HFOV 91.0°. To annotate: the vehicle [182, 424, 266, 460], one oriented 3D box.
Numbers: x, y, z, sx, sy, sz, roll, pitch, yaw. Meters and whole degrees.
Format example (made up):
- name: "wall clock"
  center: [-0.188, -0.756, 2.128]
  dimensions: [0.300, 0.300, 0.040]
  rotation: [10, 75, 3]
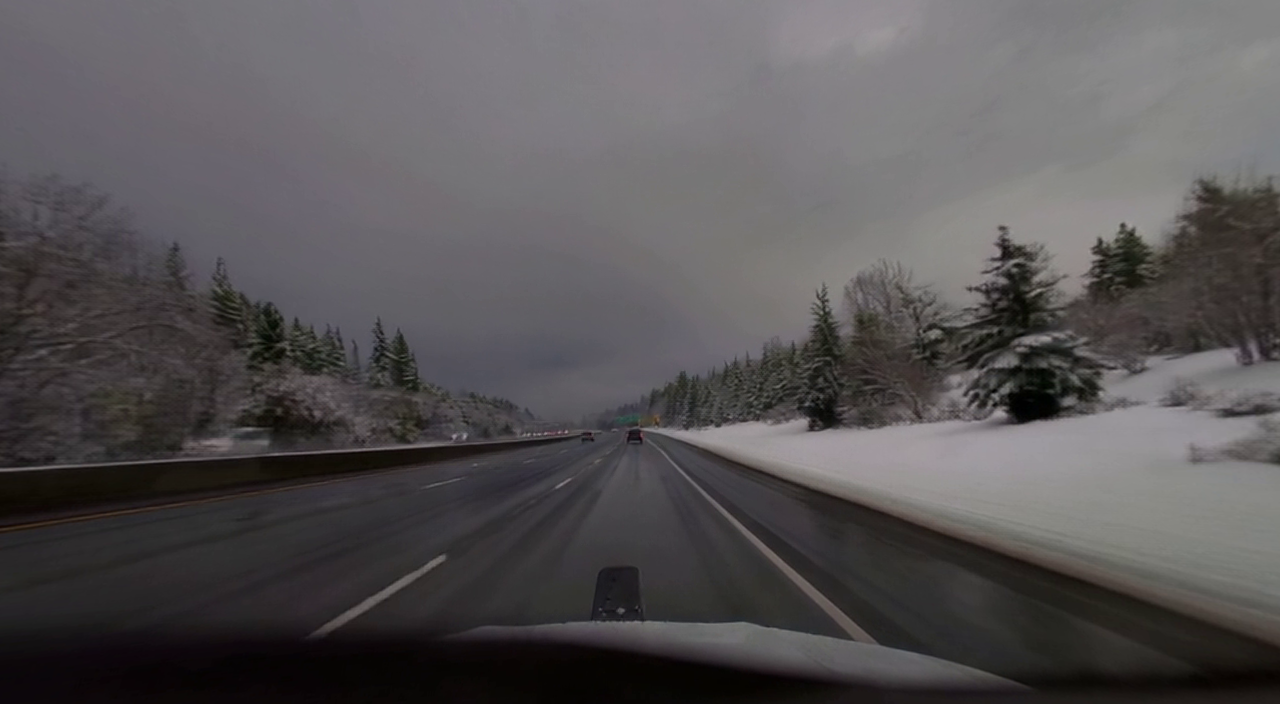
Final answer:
- name: "vehicle"
  center: [-32.551, 7.093, 49.581]
  dimensions: [2.376, 2.674, 5.878]
  rotation: [0, -8, 2]
